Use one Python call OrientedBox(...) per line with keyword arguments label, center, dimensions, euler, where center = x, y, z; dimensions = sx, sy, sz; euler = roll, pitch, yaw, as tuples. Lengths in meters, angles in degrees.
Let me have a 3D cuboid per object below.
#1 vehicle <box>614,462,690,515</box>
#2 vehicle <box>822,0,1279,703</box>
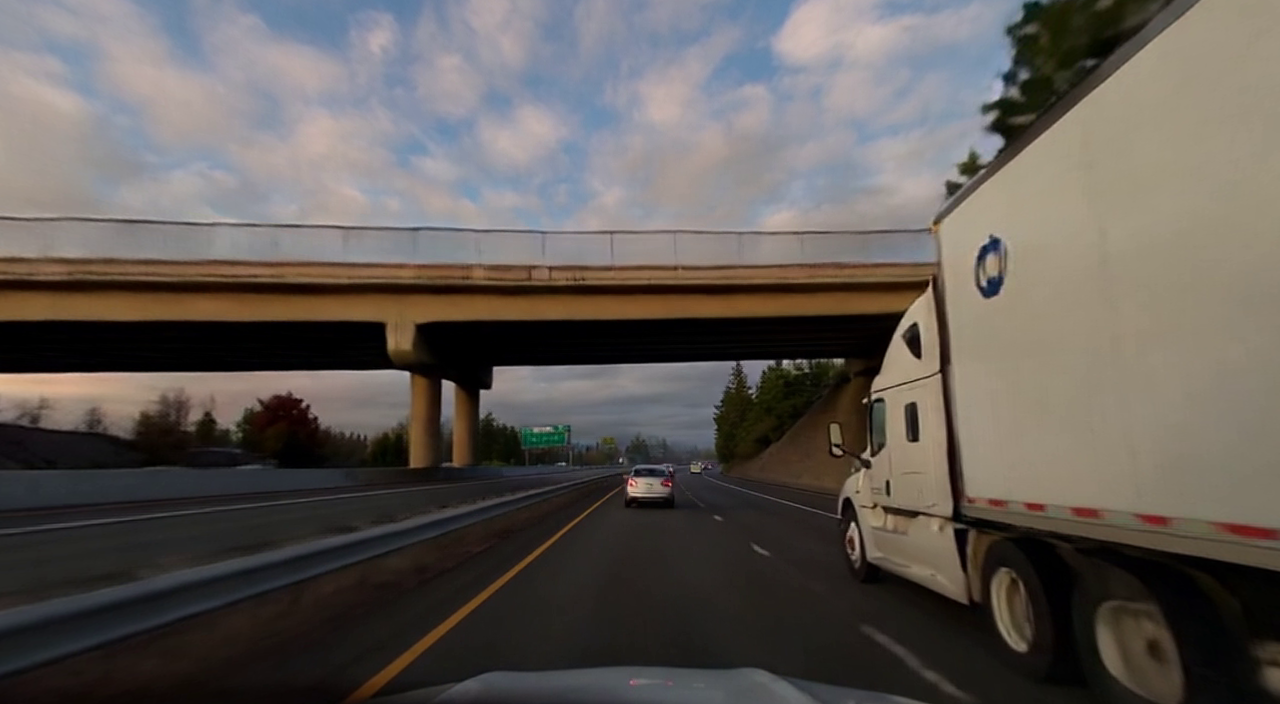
OrientedBox(label="vehicle", center=(0.361, 4.210, 19.694), dimensions=(2.156, 1.444, 3.762), euler=(1, -10, 1))
OrientedBox(label="vehicle", center=(4.460, -0.206, 1.692), dimensions=(2.964, 4.188, 16.587), euler=(1, -10, 0))
